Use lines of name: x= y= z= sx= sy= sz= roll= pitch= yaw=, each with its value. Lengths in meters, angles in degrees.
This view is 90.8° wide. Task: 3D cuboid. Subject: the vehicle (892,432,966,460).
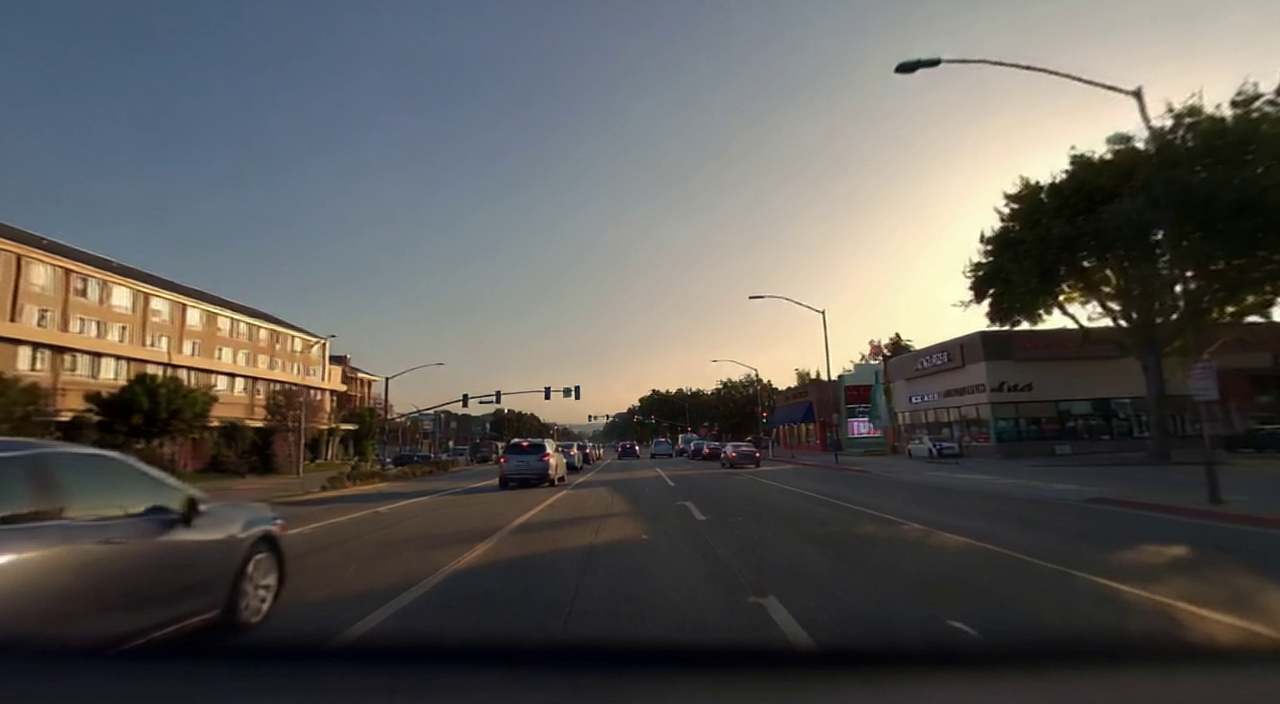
vehicle: x=16.231 y=5.333 z=35.789 sx=1.819 sy=1.457 sz=4.680 roll=0 pitch=-8 yaw=-2

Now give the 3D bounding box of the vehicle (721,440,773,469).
vehicle: x=5.755 y=5.558 z=34.504 sx=2.017 sy=1.453 sz=4.497 roll=-1 pitch=-8 yaw=-1

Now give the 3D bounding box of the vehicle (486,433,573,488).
vehicle: x=-3.630 y=3.667 z=21.617 sx=2.143 sy=1.643 sz=4.336 roll=-1 pitch=-8 yaw=1

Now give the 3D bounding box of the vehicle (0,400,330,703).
vehicle: x=-3.653 y=1.020 z=2.933 sx=2.097 sy=1.497 sz=4.571 roll=-1 pitch=-8 yaw=0

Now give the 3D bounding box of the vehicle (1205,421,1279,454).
vehicle: x=30.707 y=4.141 z=30.803 sx=4.181 sy=1.491 sz=1.706 roll=-6 pitch=-10 yaw=23
